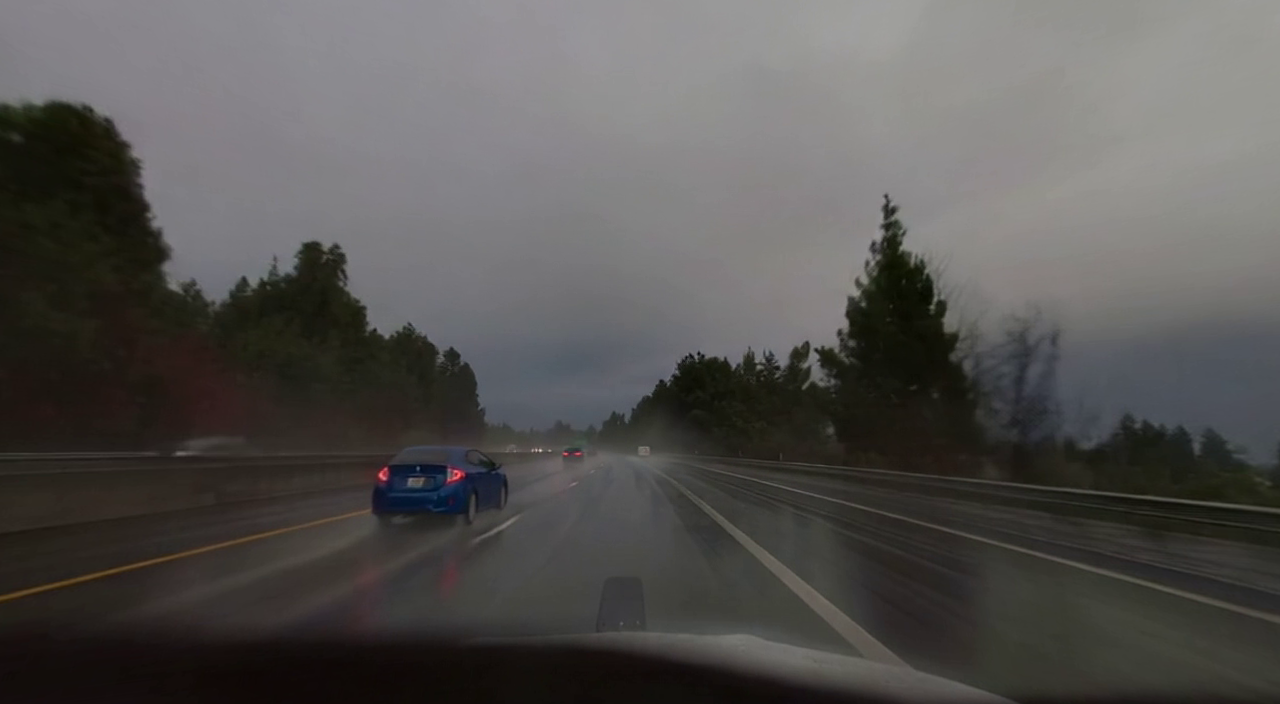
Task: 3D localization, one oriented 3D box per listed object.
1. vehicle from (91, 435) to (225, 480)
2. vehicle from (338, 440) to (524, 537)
[{"bbox_3d":[-16.644,3.644,22.041,1.714,1.423,3.725,0,-9,0],"label":"vehicle"},{"bbox_3d":[-3.751,2.524,12.465,1.957,1.499,4.965,0,-9,0],"label":"vehicle"}]
